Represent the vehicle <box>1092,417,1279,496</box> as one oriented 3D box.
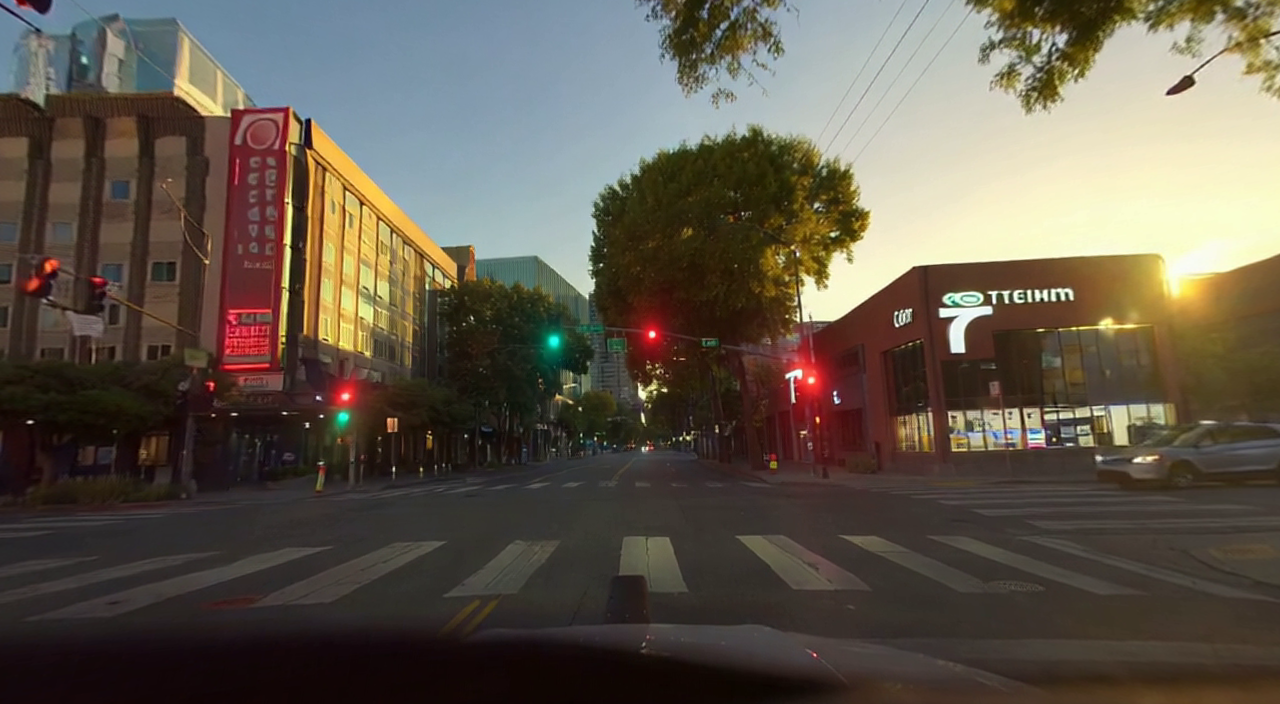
[{"bbox_3d":[14.333,2.540,15.490,4.836,1.795,1.957,0,-8,0],"label":"vehicle"}]
